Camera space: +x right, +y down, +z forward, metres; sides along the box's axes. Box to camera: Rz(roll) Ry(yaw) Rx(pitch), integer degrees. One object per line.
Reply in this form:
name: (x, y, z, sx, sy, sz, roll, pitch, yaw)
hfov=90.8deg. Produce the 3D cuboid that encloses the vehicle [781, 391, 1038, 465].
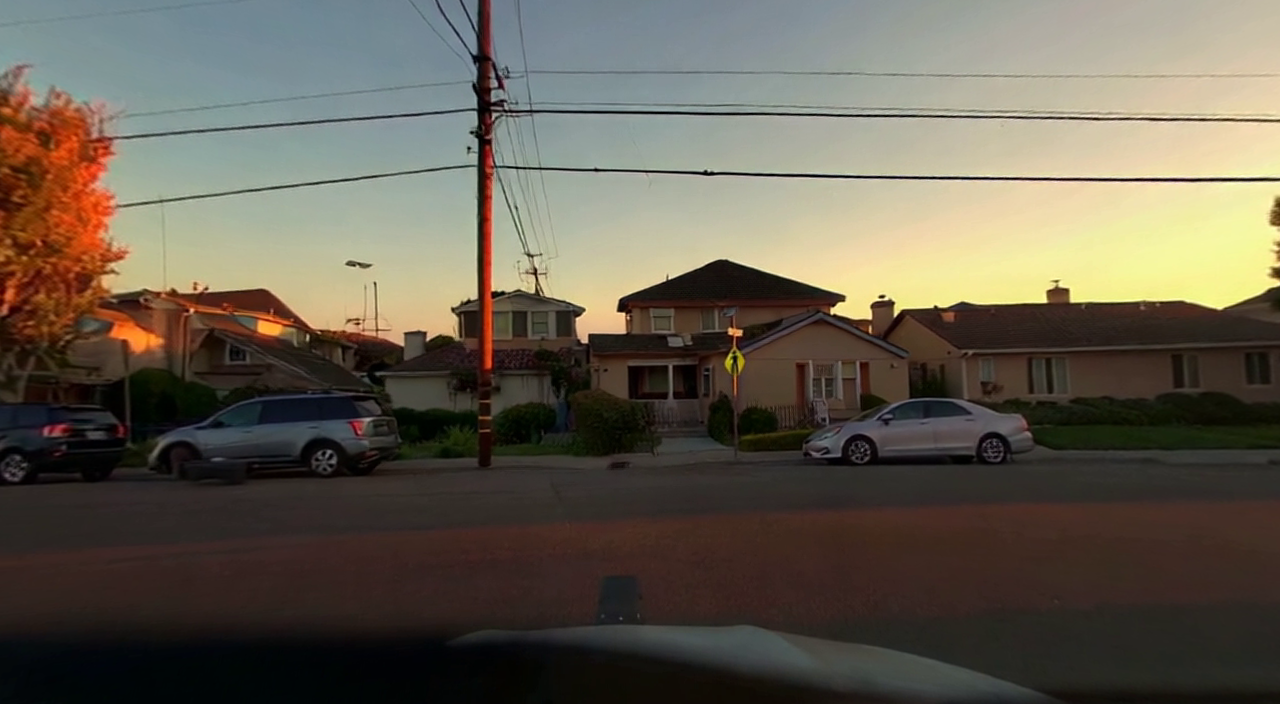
vehicle: (5.376, 1.574, 13.030, 4.469, 1.391, 1.746, 0, -8, -2)

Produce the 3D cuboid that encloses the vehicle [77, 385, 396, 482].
vehicle: (-7.714, 1.608, 12.531, 4.943, 1.731, 1.877, 0, -8, -2)

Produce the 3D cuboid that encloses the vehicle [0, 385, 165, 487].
vehicle: (-12.451, 1.700, 12.678, 4.259, 1.878, 1.842, 0, -8, -1)
